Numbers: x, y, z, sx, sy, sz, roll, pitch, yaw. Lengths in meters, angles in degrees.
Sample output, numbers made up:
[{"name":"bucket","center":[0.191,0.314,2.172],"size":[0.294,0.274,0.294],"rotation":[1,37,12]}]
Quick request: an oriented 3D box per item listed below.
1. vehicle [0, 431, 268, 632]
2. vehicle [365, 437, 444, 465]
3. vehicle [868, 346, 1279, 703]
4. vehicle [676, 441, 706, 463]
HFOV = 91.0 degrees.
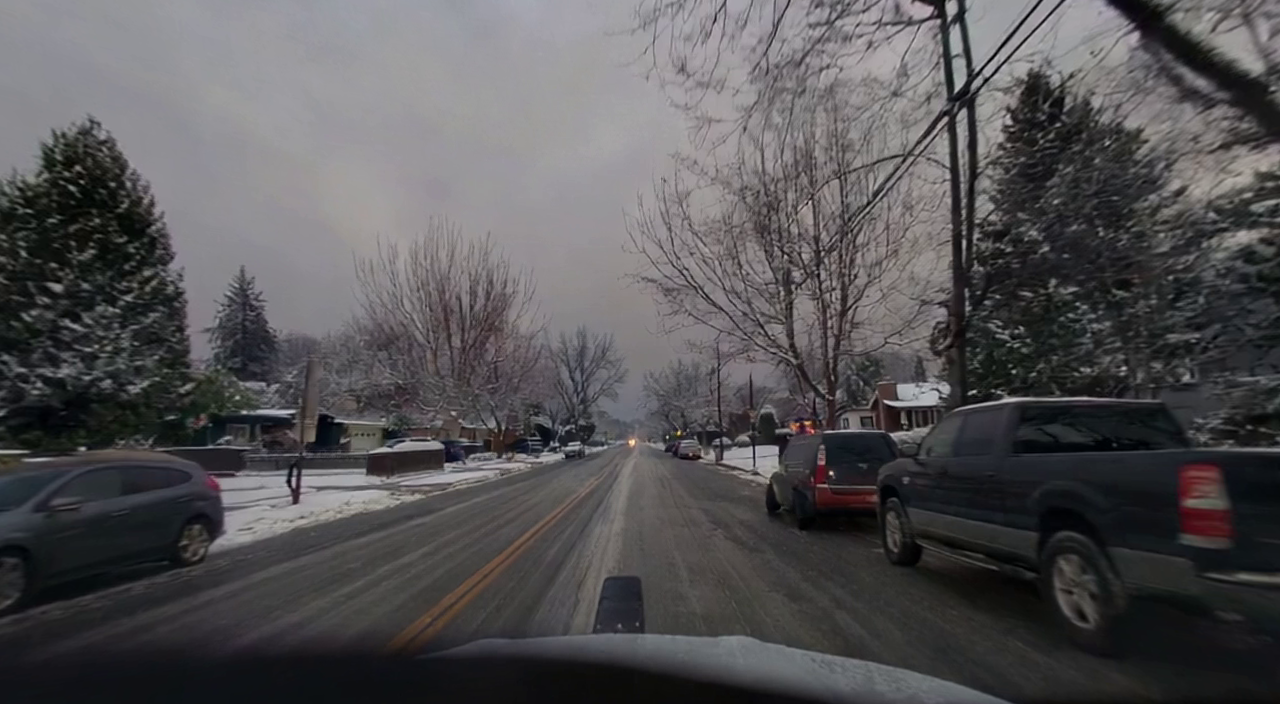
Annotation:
[{"name":"vehicle","center":[-5.823,1.648,6.189],"size":[1.898,1.507,4.009],"rotation":[-4,-9,0]},{"name":"vehicle","center":[-15.300,6.445,41.070],"size":[4.320,1.767,1.951],"rotation":[0,-9,5]},{"name":"vehicle","center":[3.923,1.217,5.082],"size":[2.068,1.838,5.278],"rotation":[0,-8,-1]},{"name":"vehicle","center":[3.941,7.823,49.439],"size":[1.917,1.569,4.460],"rotation":[0,-8,-1]}]
